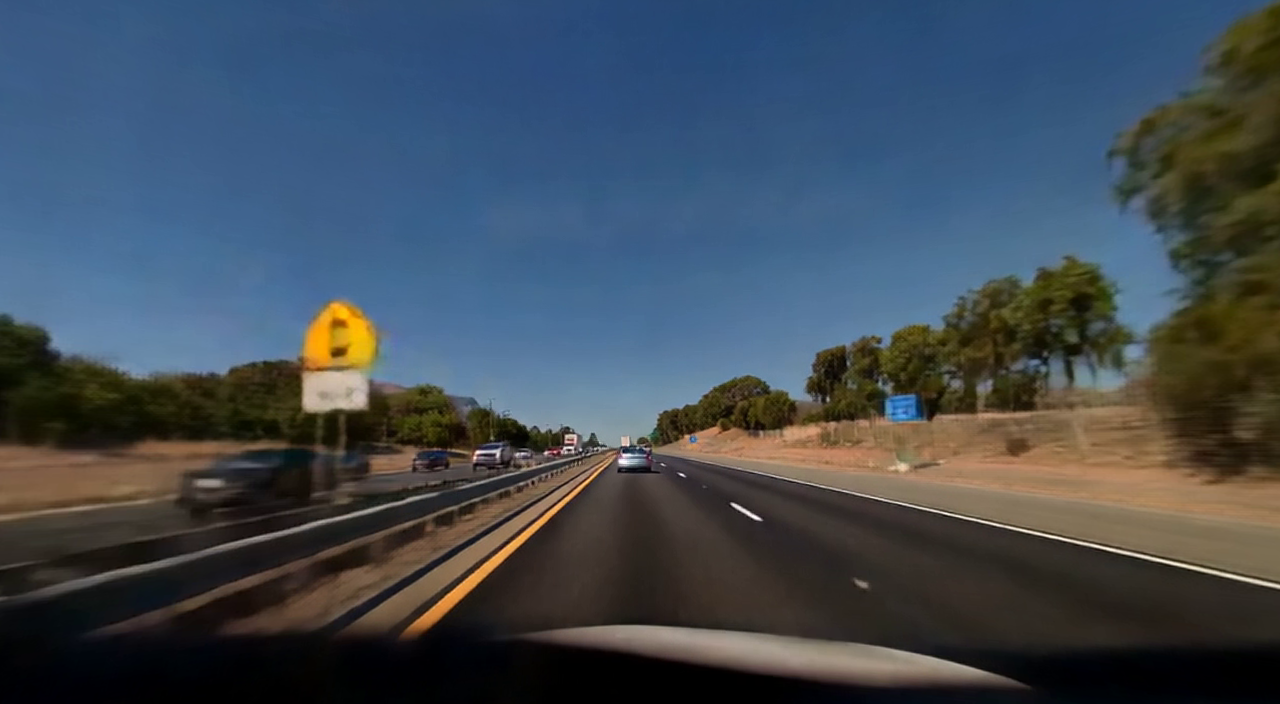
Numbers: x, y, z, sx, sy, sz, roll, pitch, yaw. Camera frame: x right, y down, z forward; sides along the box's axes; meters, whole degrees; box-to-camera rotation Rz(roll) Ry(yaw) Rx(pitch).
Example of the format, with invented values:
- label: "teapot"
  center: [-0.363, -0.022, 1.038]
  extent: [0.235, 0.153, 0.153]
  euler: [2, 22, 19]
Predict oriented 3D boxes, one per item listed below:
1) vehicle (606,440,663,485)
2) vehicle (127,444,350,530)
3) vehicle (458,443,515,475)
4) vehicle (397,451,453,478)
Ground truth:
- label: "vehicle"
  center: [-0.215, 4.091, 23.521]
  extent: [1.971, 1.518, 4.108]
  euler: [0, -9, -1]
- label: "vehicle"
  center: [-8.413, 2.822, 13.790]
  extent: [1.977, 1.549, 4.521]
  euler: [0, -9, -1]
- label: "vehicle"
  center: [-8.487, 5.944, 35.132]
  extent: [2.090, 1.653, 4.437]
  euler: [0, -9, 0]
- label: "vehicle"
  center: [-12.912, 6.751, 37.924]
  extent: [1.864, 1.488, 4.473]
  euler: [0, -9, -1]
